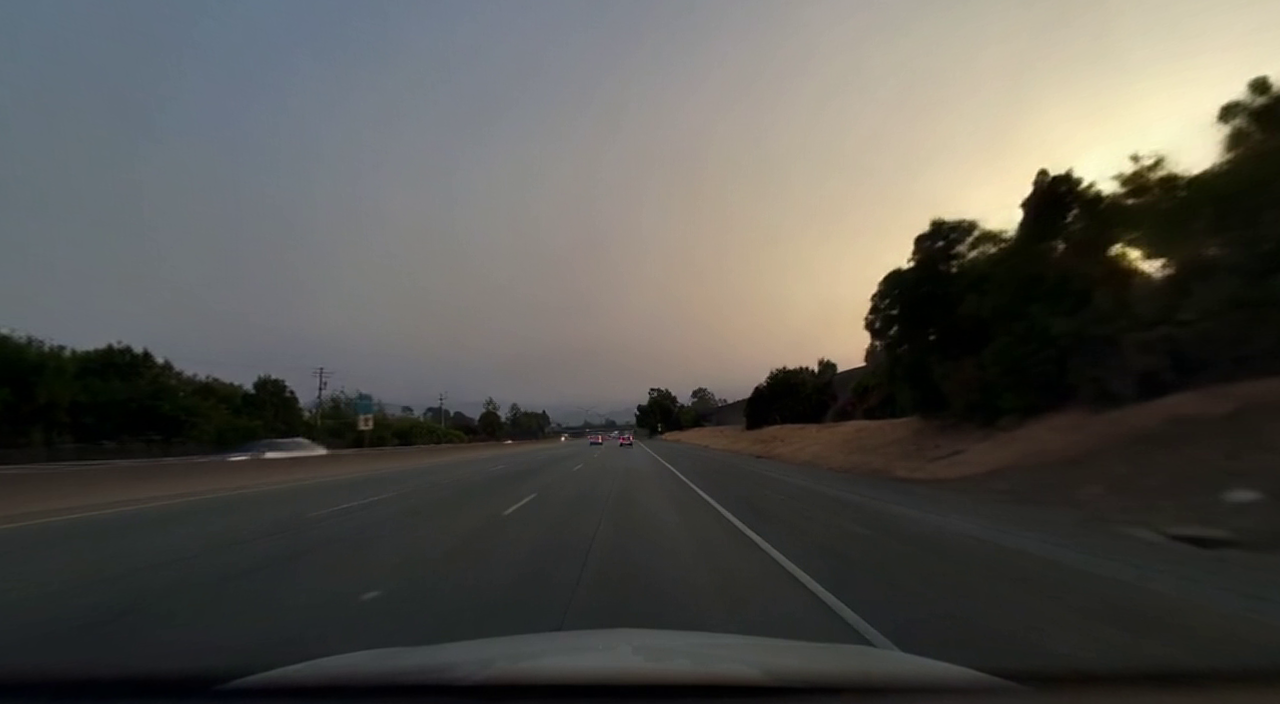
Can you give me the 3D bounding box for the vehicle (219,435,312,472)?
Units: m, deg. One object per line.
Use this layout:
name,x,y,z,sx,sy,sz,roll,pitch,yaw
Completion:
vehicle,-16.562,4.480,28.058,1.726,1.485,4.013,0,-8,-2
